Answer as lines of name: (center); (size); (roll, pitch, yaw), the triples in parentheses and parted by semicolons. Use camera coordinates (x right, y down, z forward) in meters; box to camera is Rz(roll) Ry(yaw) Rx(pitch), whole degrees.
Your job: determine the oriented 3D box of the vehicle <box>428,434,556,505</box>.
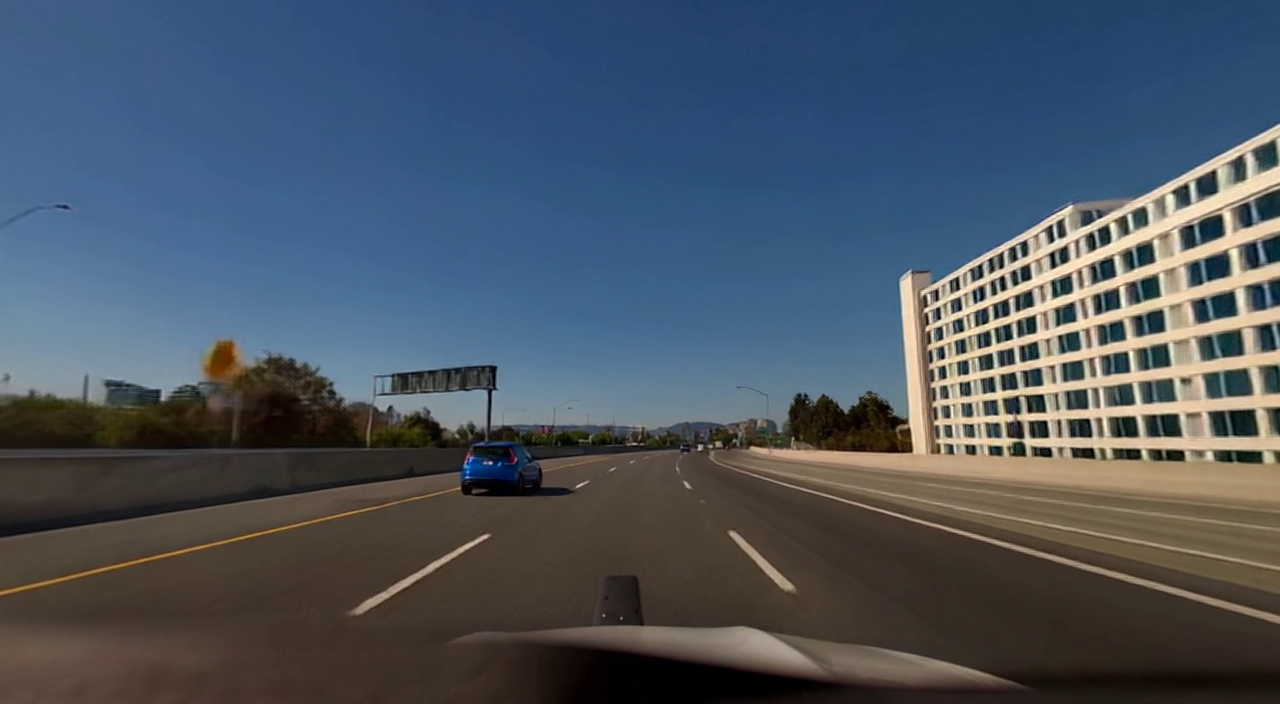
vehicle: (-3.632, 2.988, 16.593); (2.087, 1.566, 4.756); (-1, -8, 2)
